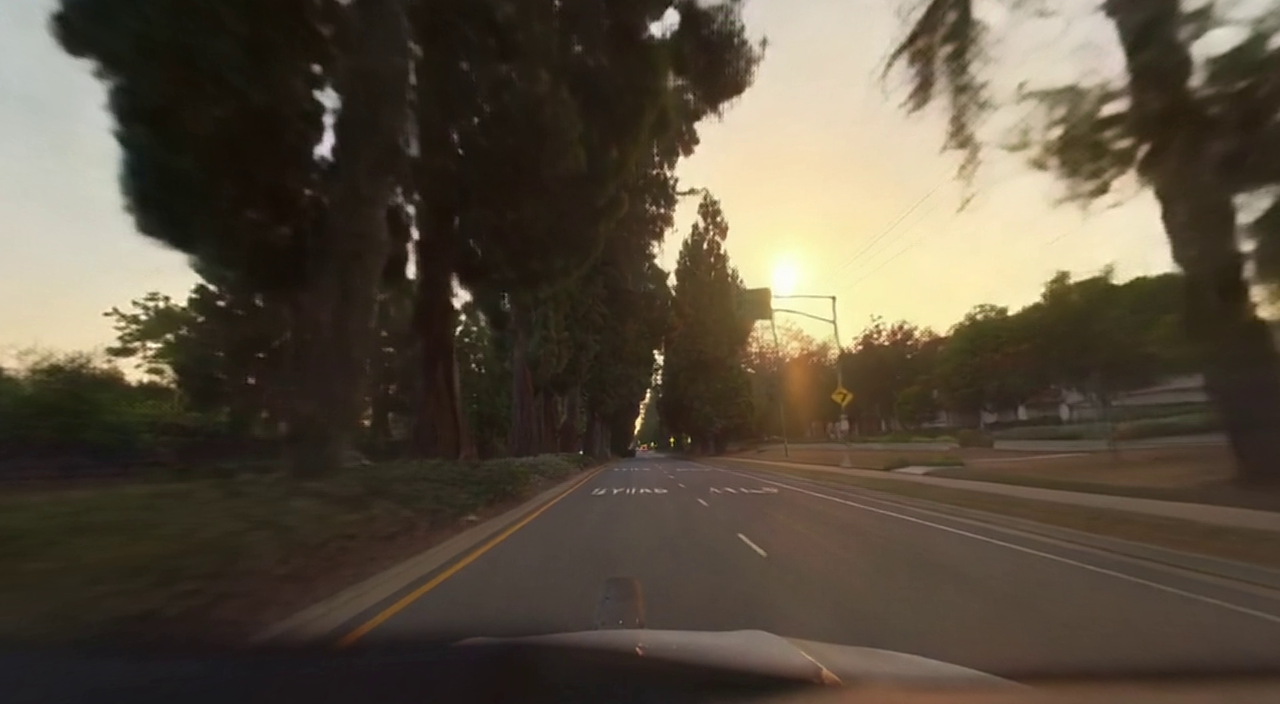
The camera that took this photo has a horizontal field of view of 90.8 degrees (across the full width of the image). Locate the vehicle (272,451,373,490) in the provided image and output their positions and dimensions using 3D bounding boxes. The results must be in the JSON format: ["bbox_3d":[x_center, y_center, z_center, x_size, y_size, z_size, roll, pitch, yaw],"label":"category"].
[{"bbox_3d":[-13.584,5.064,27.410,1.924,1.528,4.731,0,-9,0],"label":"vehicle"}]
